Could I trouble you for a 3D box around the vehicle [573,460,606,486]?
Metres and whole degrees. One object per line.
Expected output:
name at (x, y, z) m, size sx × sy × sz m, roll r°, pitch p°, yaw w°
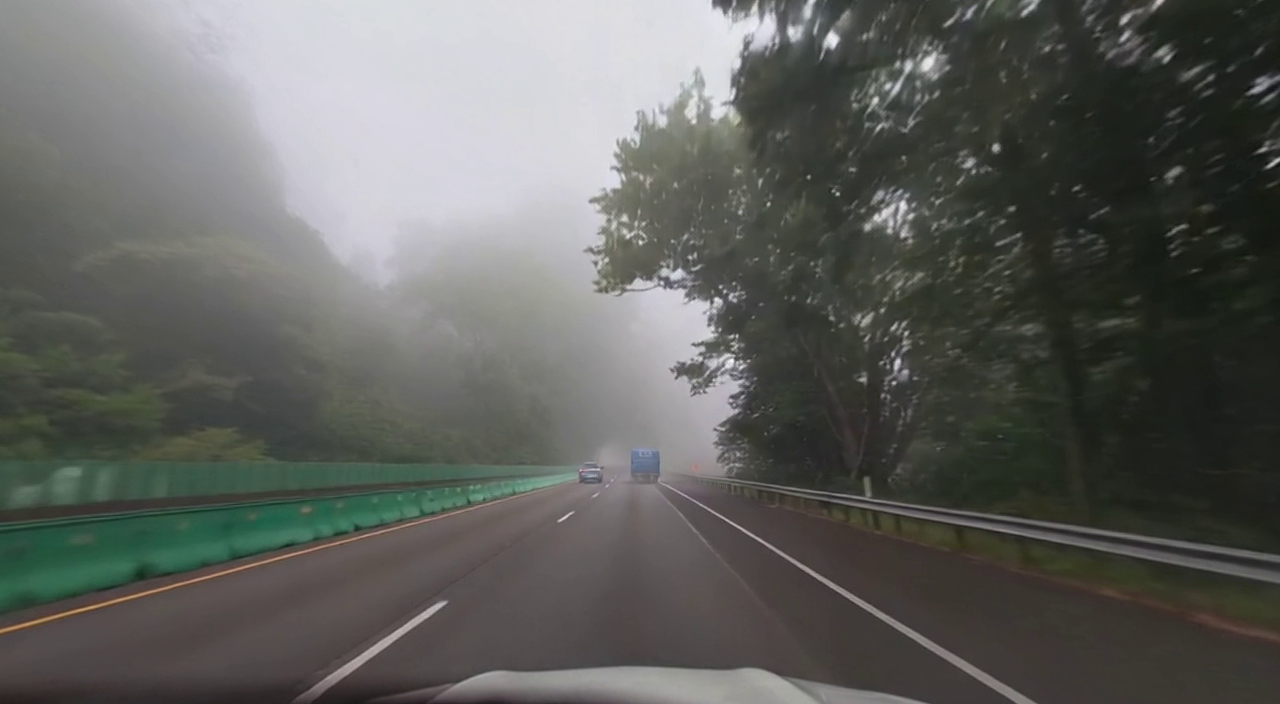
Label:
vehicle at (-3.747, 9.124, 47.614) m, size 2.132 × 1.805 × 4.257 m, roll 1°, pitch -11°, yaw 0°
